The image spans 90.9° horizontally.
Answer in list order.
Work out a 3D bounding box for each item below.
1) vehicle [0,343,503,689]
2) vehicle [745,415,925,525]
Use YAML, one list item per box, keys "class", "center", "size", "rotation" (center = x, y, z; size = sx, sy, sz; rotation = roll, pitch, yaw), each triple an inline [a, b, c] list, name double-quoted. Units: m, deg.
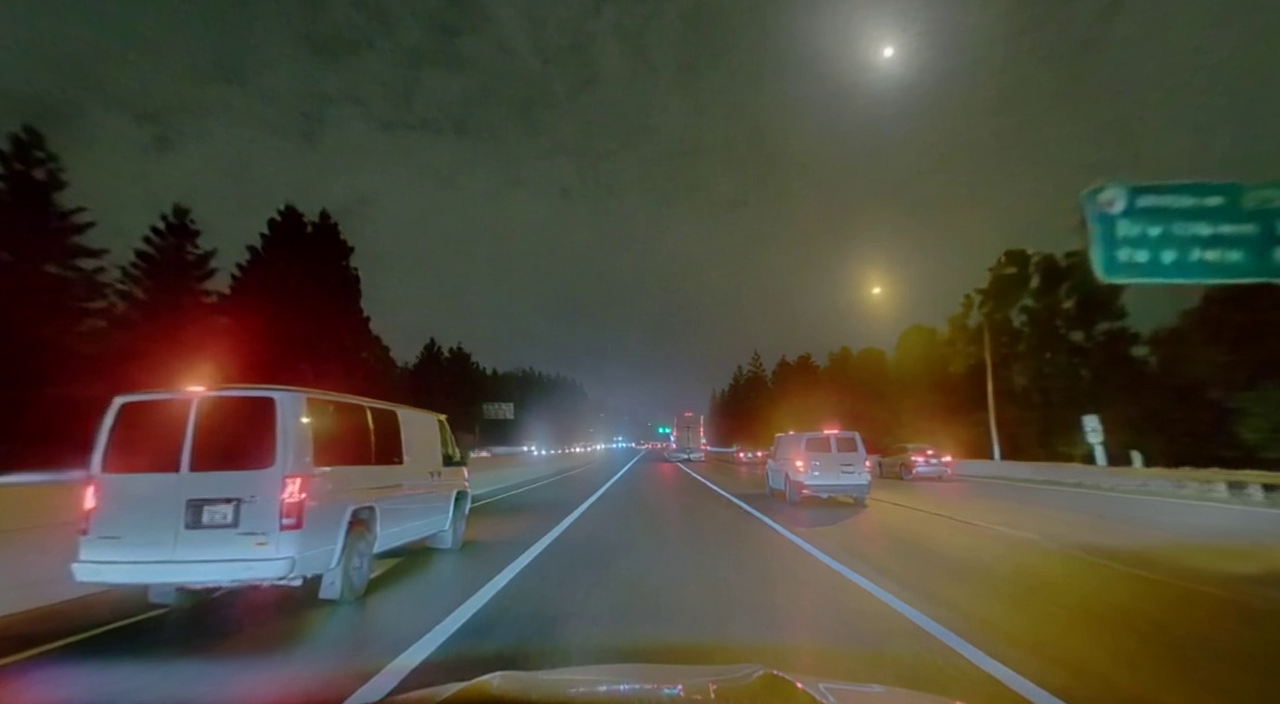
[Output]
- class: "vehicle"
  center: [-3.114, 1.296, 6.270]
  size: [2.159, 1.922, 5.345]
  rotation: [0, -8, 1]
- class: "vehicle"
  center: [3.728, 2.367, 13.206]
  size: [2.209, 1.862, 4.717]
  rotation: [0, -8, 0]
